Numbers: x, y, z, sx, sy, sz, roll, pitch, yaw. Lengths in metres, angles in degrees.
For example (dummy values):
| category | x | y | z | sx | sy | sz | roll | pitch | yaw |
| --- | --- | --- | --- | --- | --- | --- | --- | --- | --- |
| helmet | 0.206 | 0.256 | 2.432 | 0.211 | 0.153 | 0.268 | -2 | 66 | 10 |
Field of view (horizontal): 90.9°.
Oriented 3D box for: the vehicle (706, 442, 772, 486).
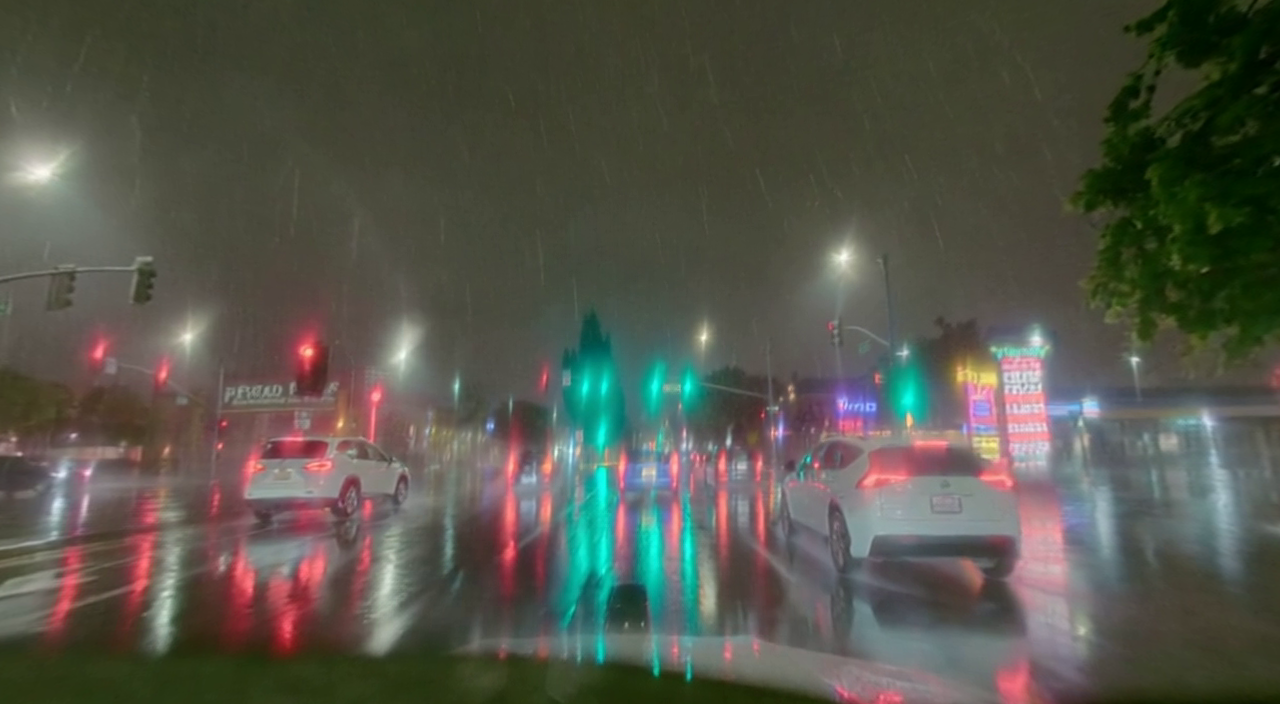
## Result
| category | x | y | z | sx | sy | sz | roll | pitch | yaw |
| --- | --- | --- | --- | --- | --- | --- | --- | --- | --- |
| vehicle | 3.777 | 4.337 | 24.699 | 1.931 | 1.552 | 4.125 | 0 | -8 | 0 |

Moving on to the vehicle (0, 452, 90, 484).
| category | x | y | z | sx | sy | sz | roll | pitch | yaw |
| --- | --- | --- | --- | --- | --- | --- | --- | --- | --- |
| vehicle | -30.247 | 5.705 | 31.115 | 4.315 | 1.485 | 1.822 | 0 | -8 | -2 |

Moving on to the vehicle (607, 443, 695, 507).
| category | x | y | z | sx | sy | sz | roll | pitch | yaw |
| --- | --- | --- | --- | --- | --- | --- | --- | --- | --- |
| vehicle | 0.288 | 3.208 | 16.946 | 2.070 | 1.460 | 4.118 | 0 | -8 | 1 |

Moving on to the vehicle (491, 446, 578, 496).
| category | x | y | z | sx | sy | sz | roll | pitch | yaw |
| --- | --- | --- | --- | --- | --- | --- | --- | --- | --- |
| vehicle | -3.373 | 3.894 | 21.123 | 2.040 | 1.471 | 4.211 | -1 | -8 | 2 |

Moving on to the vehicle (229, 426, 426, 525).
| category | x | y | z | sx | sy | sz | roll | pitch | yaw |
| --- | --- | --- | --- | --- | --- | --- | --- | --- | --- |
| vehicle | -6.568 | 2.622 | 13.970 | 2.058 | 1.804 | 4.391 | 0 | -8 | 0 |

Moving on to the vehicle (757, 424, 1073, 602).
| category | x | y | z | sx | sy | sz | roll | pitch | yaw |
| --- | --- | --- | --- | --- | --- | --- | --- | --- | --- |
| vehicle | 2.761 | 1.698 | 7.562 | 1.946 | 1.513 | 4.133 | 0 | -8 | 1 |
